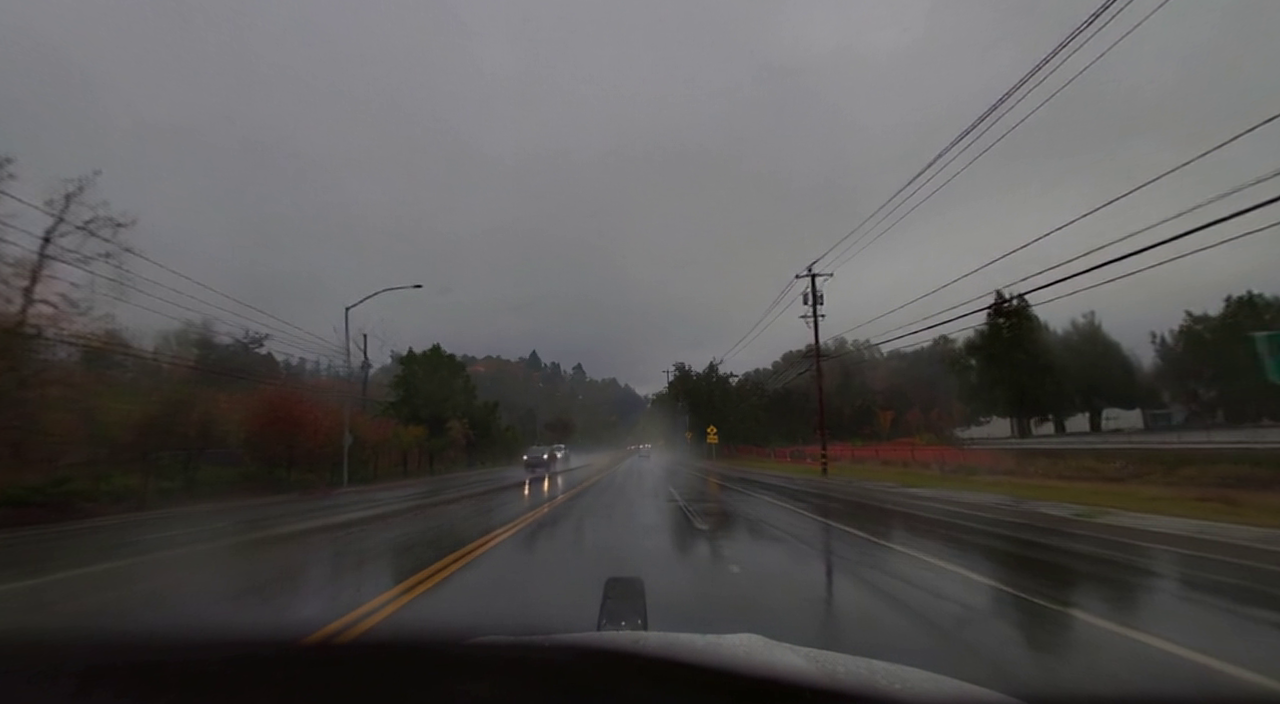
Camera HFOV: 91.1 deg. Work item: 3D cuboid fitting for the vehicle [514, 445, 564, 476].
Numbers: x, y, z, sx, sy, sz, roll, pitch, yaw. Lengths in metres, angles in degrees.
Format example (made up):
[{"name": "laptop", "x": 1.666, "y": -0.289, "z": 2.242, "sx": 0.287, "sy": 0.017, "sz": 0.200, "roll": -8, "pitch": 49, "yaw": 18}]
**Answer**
[{"name": "vehicle", "x": -7.642, "y": 8.237, "z": 48.042, "sx": 2.766, "sy": 2.122, "sz": 5.753, "roll": -1, "pitch": -9, "yaw": 1}]
